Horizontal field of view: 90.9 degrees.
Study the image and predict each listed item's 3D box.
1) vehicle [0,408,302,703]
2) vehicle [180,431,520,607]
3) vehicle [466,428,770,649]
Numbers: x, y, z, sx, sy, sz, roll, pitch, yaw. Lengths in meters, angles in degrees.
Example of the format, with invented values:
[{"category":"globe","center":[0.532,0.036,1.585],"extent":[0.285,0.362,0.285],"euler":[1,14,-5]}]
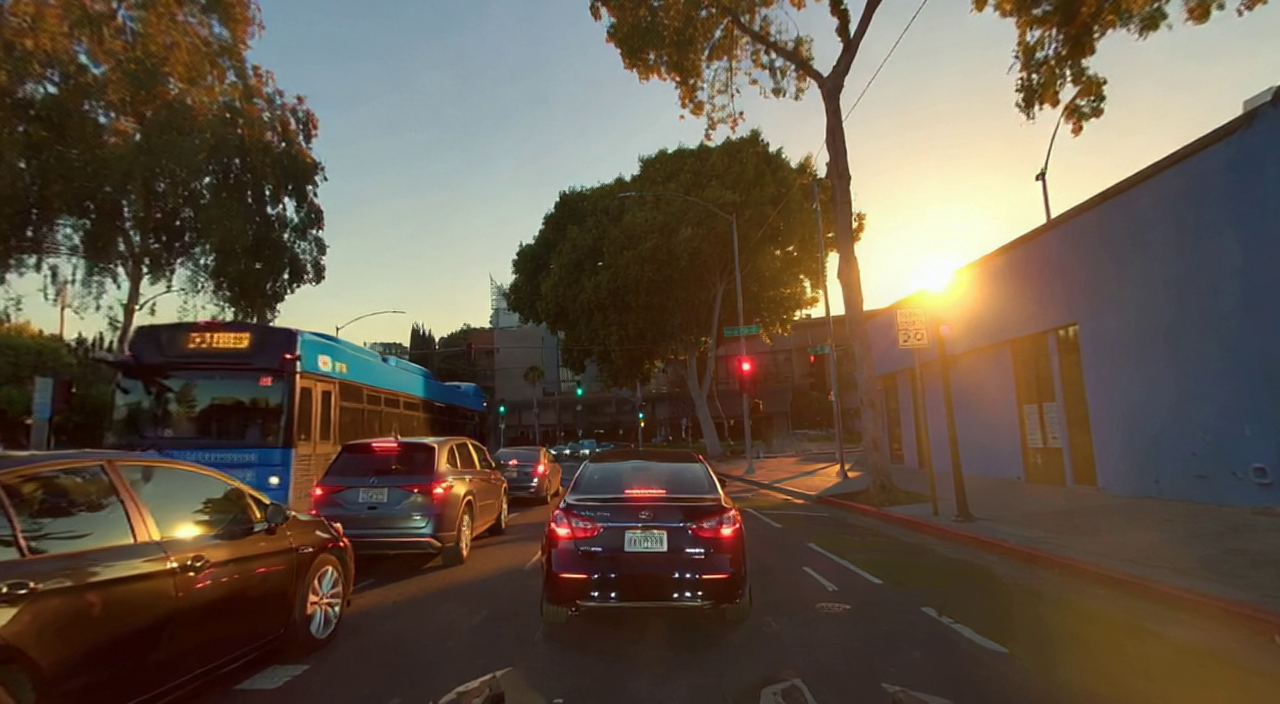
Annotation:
[{"category":"vehicle","center":[-3.167,0.880,1.749],"extent":[1.867,1.486,4.452],"euler":[0,-8,2]},{"category":"vehicle","center":[-2.917,1.754,7.652],"extent":[1.944,1.481,4.385],"euler":[0,-8,1]},{"category":"vehicle","center":[-0.136,1.528,6.174],"extent":[2.031,1.461,3.763],"euler":[0,-8,0]}]
